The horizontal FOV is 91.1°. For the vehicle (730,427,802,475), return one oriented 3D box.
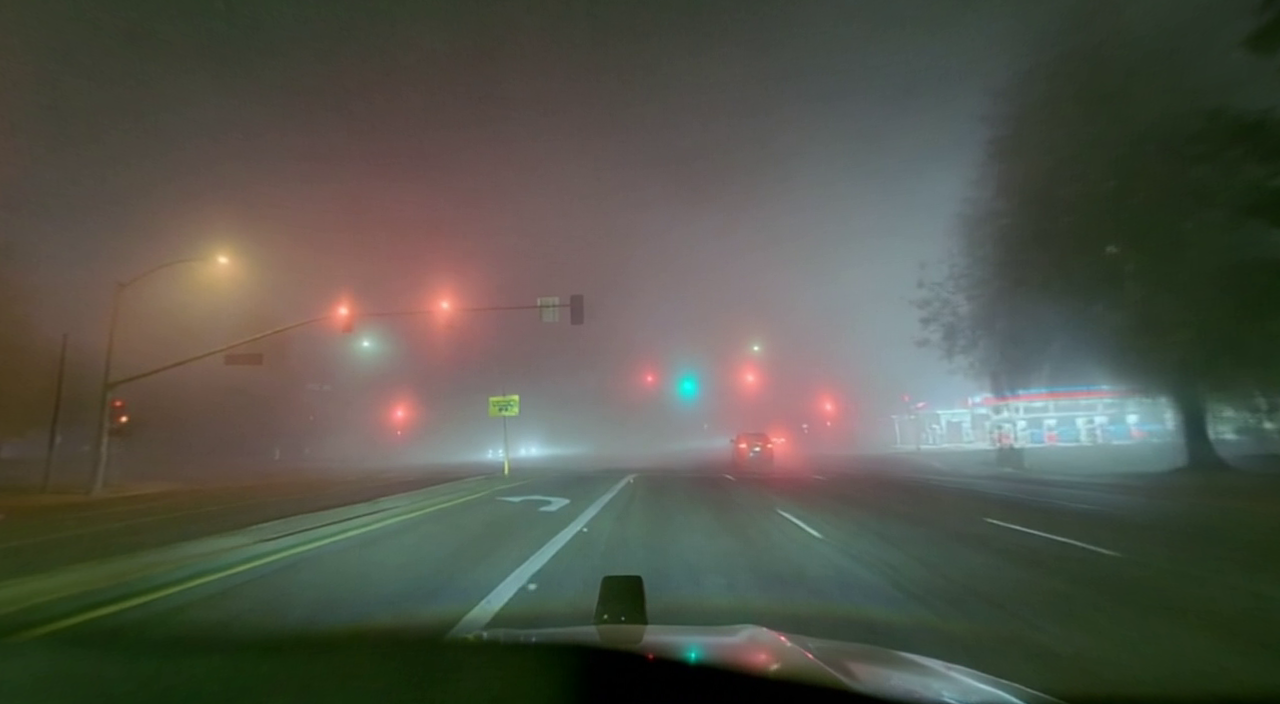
[{"bbox_3d":[4.786,3.834,24.468,2.090,1.717,4.063,0,-8,2],"label":"vehicle"}]
